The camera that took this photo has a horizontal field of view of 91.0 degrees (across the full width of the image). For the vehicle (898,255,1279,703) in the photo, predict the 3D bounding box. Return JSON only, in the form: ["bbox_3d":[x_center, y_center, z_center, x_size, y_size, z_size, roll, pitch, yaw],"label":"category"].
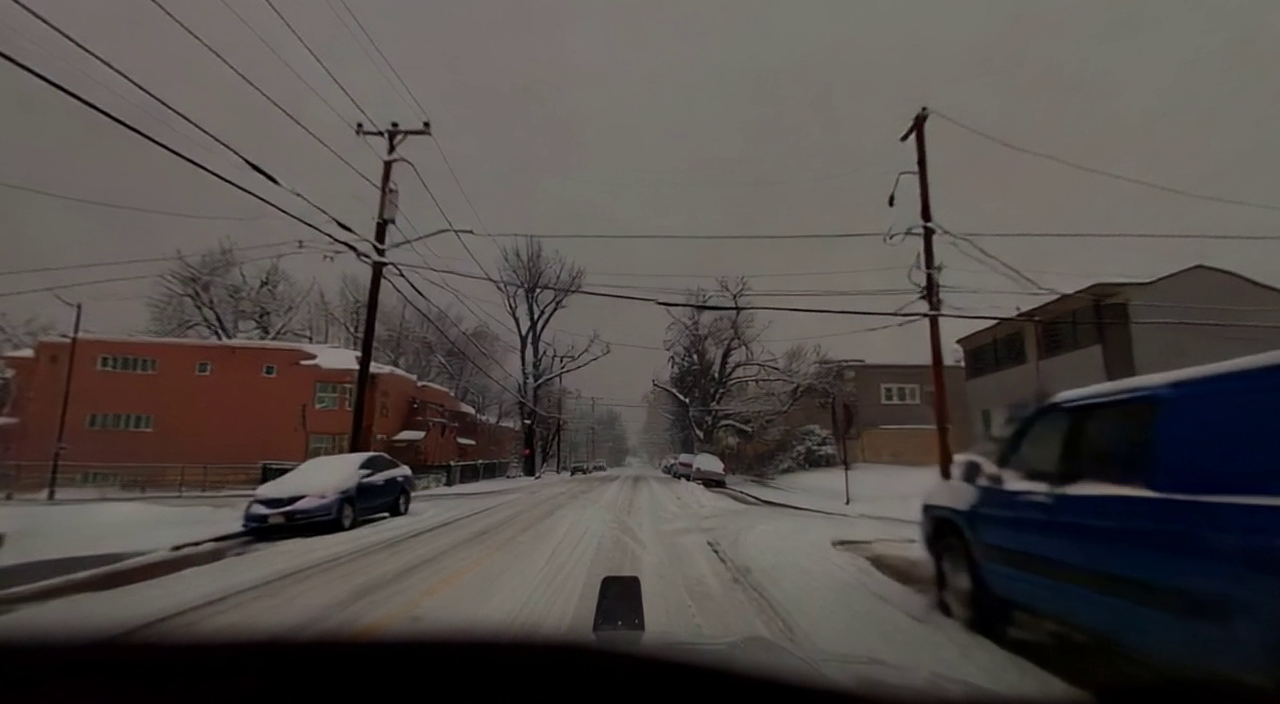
[{"bbox_3d":[3.195,0.726,2.542,2.145,1.935,5.054,0,-8,0],"label":"vehicle"}]

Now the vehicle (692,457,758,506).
[{"bbox_3d":[3.304,5.132,25.379,2.010,1.661,4.615,0,-8,0],"label":"vehicle"}]

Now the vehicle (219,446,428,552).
[{"bbox_3d":[-6.486,2.994,13.698,2.057,1.632,4.730,-1,-6,1],"label":"vehicle"}]

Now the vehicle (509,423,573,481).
[{"bbox_3d":[-6.652,6.974,43.481,3.115,3.562,7.695,-2,-10,1],"label":"vehicle"}]
